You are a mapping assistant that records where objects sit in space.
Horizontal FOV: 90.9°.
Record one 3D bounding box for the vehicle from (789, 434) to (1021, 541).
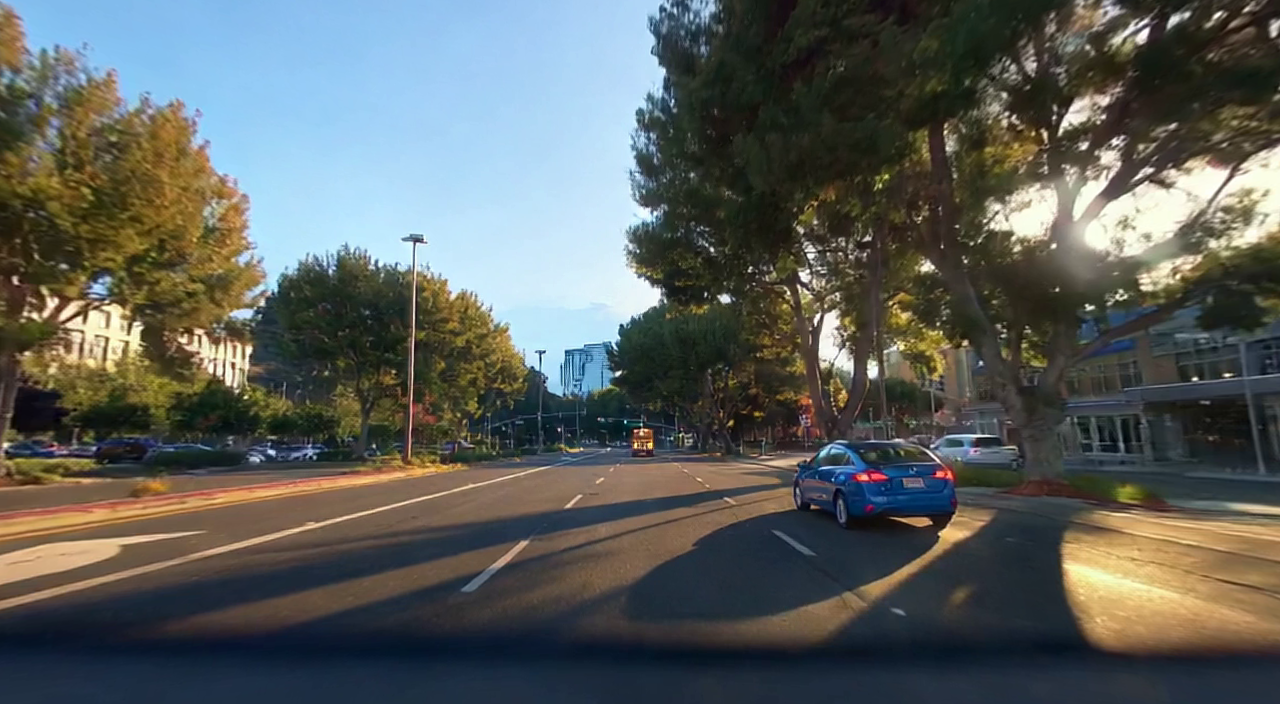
[{"bbox_3d":[4.185,2.204,11.013,2.005,1.442,4.675,0,-8,0],"label":"vehicle"}]
